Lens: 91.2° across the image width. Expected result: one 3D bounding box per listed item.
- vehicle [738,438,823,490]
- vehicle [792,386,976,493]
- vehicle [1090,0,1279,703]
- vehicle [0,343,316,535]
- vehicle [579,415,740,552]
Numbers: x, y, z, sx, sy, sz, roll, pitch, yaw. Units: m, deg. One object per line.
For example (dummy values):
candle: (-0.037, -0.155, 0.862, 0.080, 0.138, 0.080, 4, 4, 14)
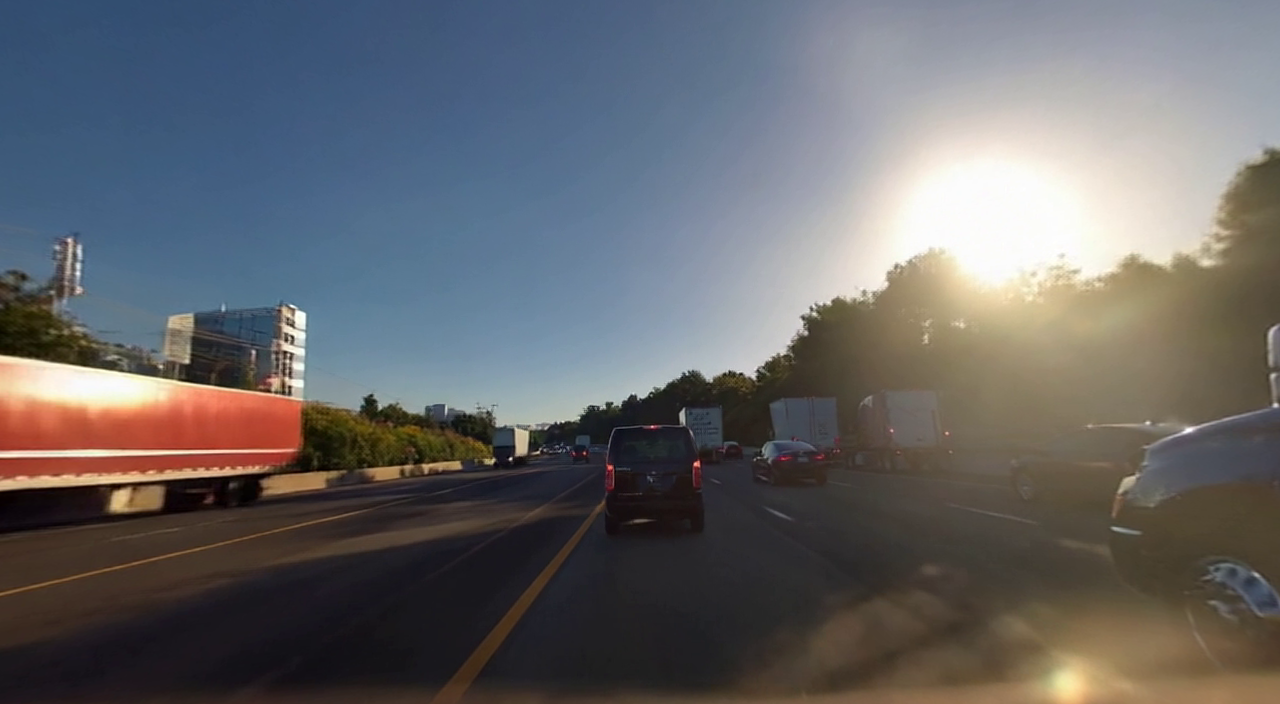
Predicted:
vehicle: (4.477, 3.615, 20.533, 1.859, 1.512, 3.711, 0, -9, 0)
vehicle: (8.591, 3.415, 24.072, 2.799, 3.188, 10.578, 0, -9, 0)
vehicle: (4.266, -0.311, 0.662, 2.987, 3.877, 5.881, 0, -9, 0)
vehicle: (-15.751, 2.752, 19.202, 2.915, 4.264, 16.308, 0, -9, 0)
vehicle: (0.284, 1.881, 9.459, 1.965, 1.664, 3.428, -1, -9, 2)
